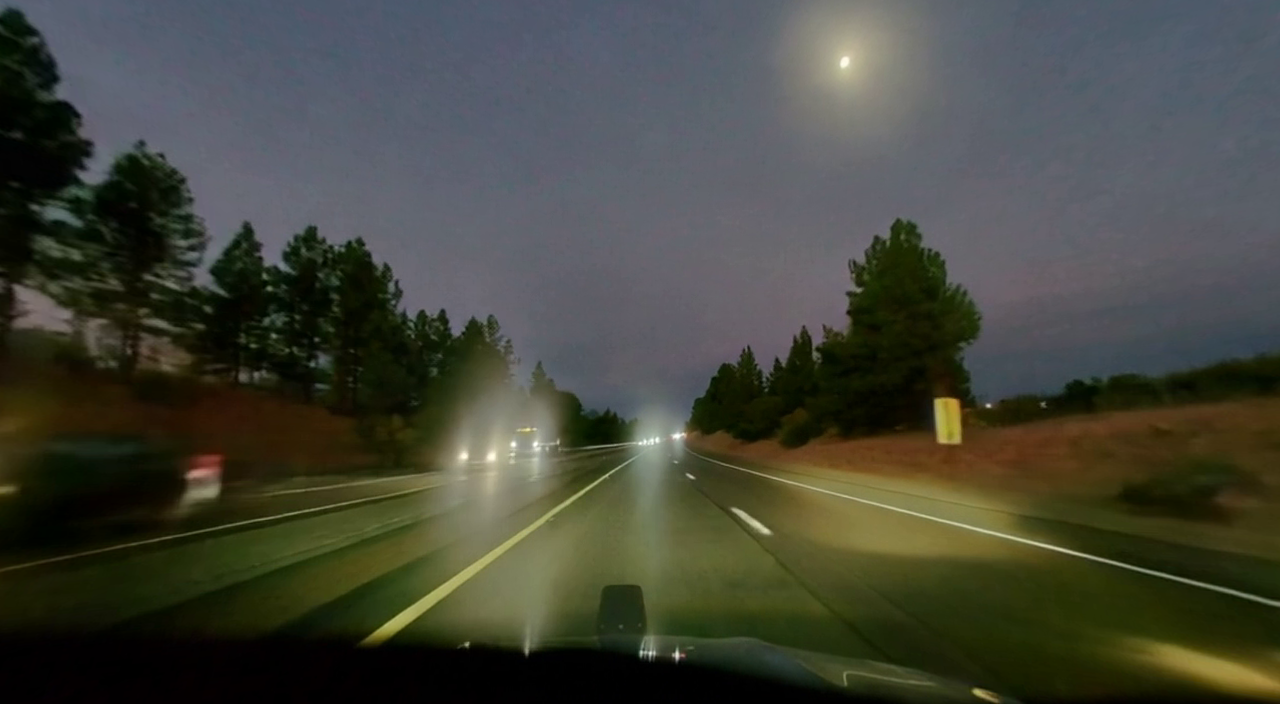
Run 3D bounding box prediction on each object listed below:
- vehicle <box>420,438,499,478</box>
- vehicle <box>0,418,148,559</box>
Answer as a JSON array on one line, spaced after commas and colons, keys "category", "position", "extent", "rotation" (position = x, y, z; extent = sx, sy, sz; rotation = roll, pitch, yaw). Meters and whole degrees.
[{"category": "vehicle", "position": [-8.575, 5.071, 30.490], "extent": [2.287, 1.721, 4.651], "rotation": [-1, -8, 2]}, {"category": "vehicle", "position": [-8.966, 1.671, 7.648], "extent": [2.081, 1.720, 4.709], "rotation": [-1, -8, 2]}]
